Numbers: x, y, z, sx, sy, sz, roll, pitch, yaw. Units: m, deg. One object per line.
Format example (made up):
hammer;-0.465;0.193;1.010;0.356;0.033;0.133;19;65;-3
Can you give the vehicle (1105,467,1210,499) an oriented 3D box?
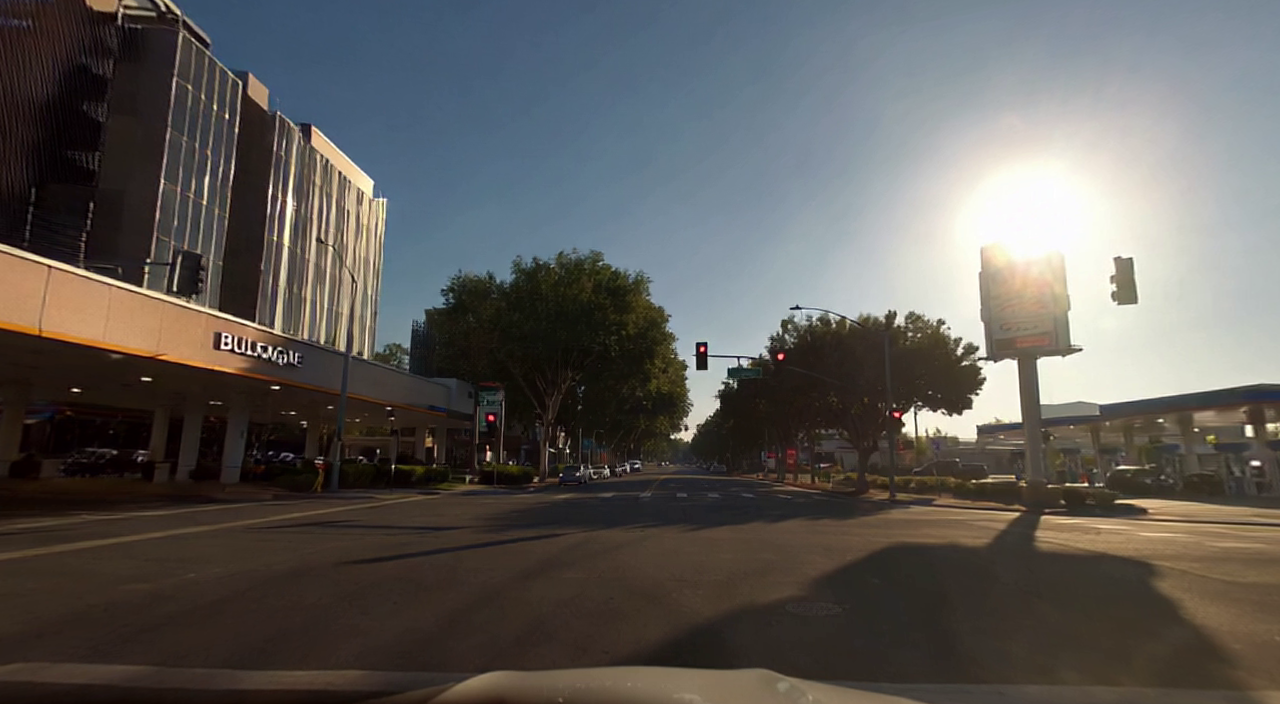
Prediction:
vehicle;28.028;7.072;34.347;1.897;1.466;4.211;1;-8;-6
